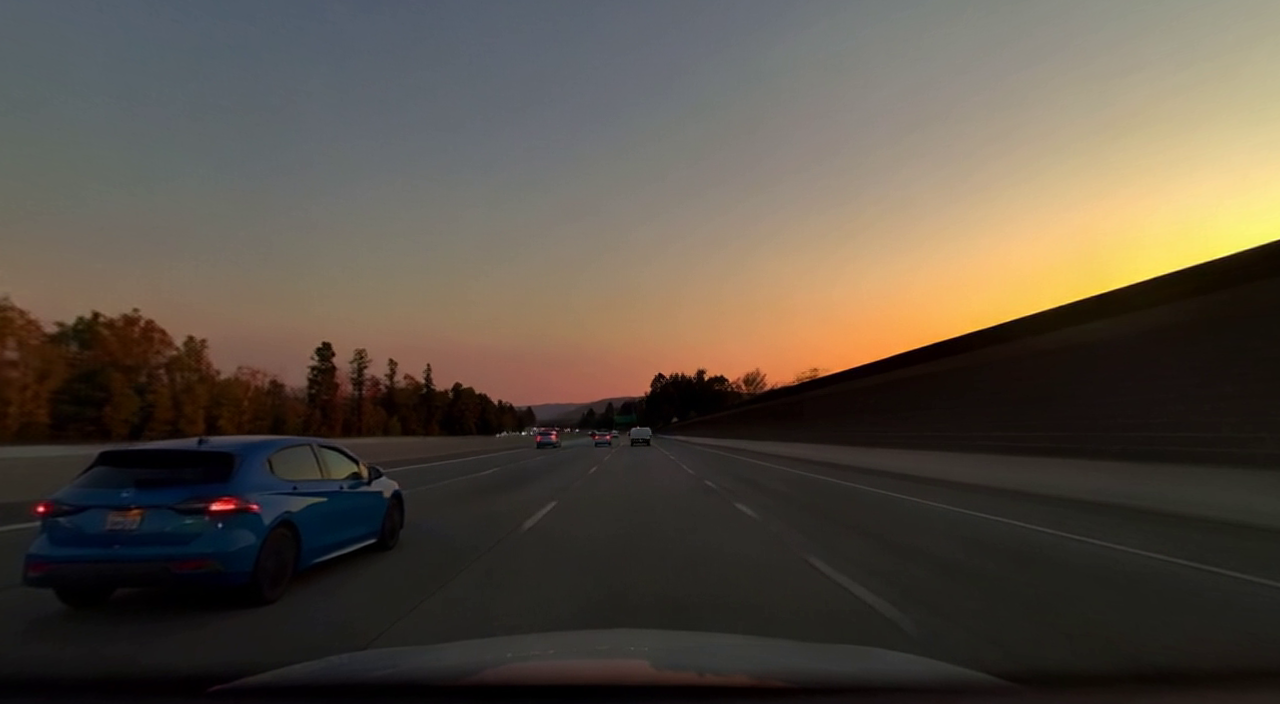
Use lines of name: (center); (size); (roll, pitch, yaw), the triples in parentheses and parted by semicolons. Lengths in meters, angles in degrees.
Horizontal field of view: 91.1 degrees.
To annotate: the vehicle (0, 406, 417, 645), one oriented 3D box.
vehicle: (-3.921, 1.363, 6.000); (2.079, 1.500, 3.881); (0, -8, 1)
